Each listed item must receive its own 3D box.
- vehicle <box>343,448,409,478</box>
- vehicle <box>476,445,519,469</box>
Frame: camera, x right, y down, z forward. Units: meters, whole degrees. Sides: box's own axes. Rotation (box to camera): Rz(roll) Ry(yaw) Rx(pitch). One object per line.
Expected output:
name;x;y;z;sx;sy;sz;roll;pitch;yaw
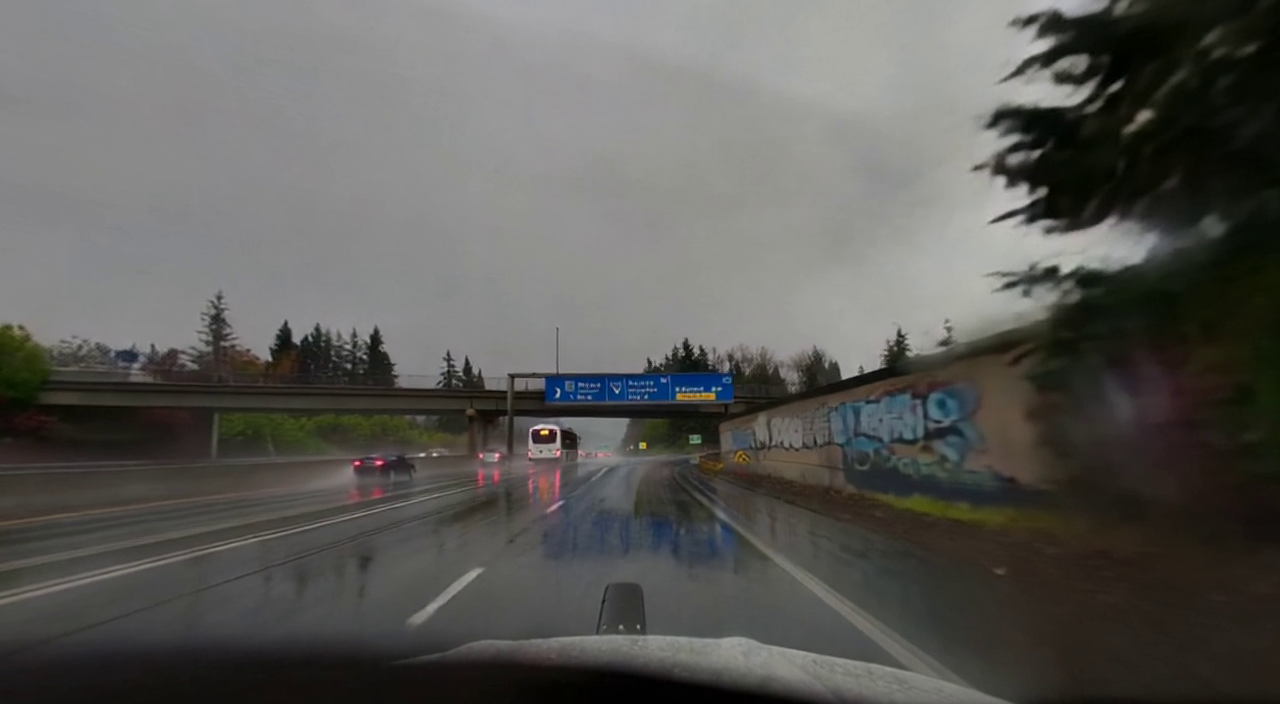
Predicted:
vehicle;-14.146;5.928;34.030;1.878;1.470;3.825;0;-9;0
vehicle;-9.998;7.382;44.563;1.979;1.600;4.516;0;-9;1
